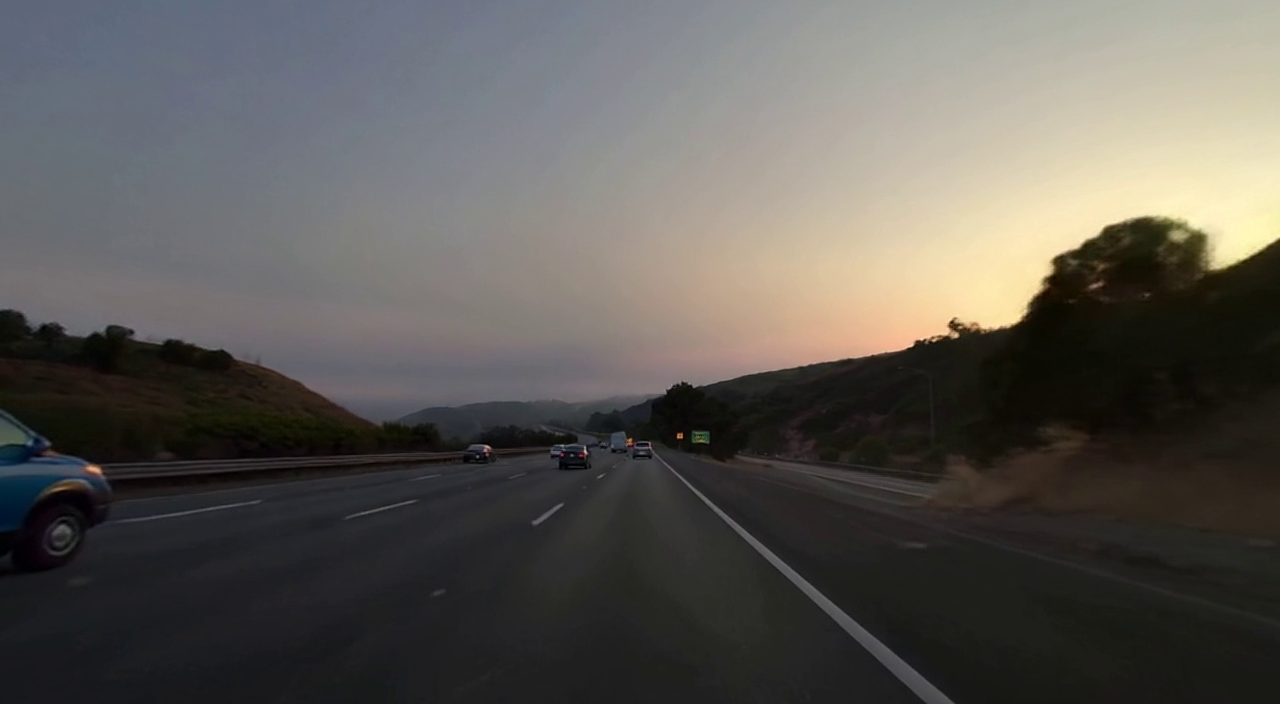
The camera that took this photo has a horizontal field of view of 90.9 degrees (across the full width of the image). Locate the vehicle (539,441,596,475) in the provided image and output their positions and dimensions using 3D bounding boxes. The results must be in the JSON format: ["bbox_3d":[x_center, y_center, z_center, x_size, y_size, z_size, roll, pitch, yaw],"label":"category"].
[{"bbox_3d":[-3.375,5.020,30.188,2.080,1.505,4.649,0,-8,1],"label":"vehicle"}]

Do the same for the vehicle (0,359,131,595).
[{"bbox_3d":[-7.077,0.930,4.281,2.437,2.135,5.643,0,-8,1],"label":"vehicle"}]

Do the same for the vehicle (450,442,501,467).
[{"bbox_3d":[-10.625,6.631,41.094,1.945,1.466,4.947,0,-8,1],"label":"vehicle"}]
